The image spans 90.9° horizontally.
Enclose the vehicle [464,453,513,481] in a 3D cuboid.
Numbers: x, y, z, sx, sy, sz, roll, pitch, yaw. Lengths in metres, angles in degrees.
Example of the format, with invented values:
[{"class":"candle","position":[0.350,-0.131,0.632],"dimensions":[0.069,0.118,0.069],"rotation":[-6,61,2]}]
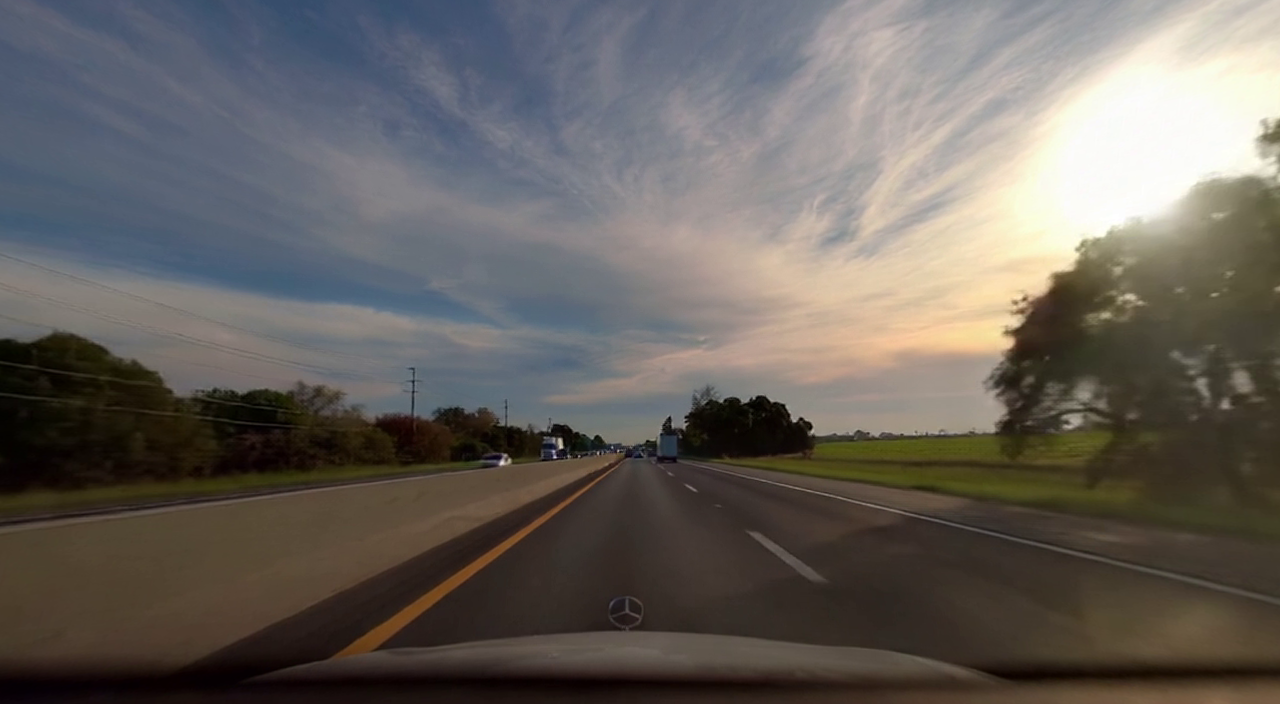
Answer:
[{"class":"vehicle","position":[-8.757,6.657,36.741],"dimensions":[1.858,1.512,4.033],"rotation":[0,-9,0]}]
